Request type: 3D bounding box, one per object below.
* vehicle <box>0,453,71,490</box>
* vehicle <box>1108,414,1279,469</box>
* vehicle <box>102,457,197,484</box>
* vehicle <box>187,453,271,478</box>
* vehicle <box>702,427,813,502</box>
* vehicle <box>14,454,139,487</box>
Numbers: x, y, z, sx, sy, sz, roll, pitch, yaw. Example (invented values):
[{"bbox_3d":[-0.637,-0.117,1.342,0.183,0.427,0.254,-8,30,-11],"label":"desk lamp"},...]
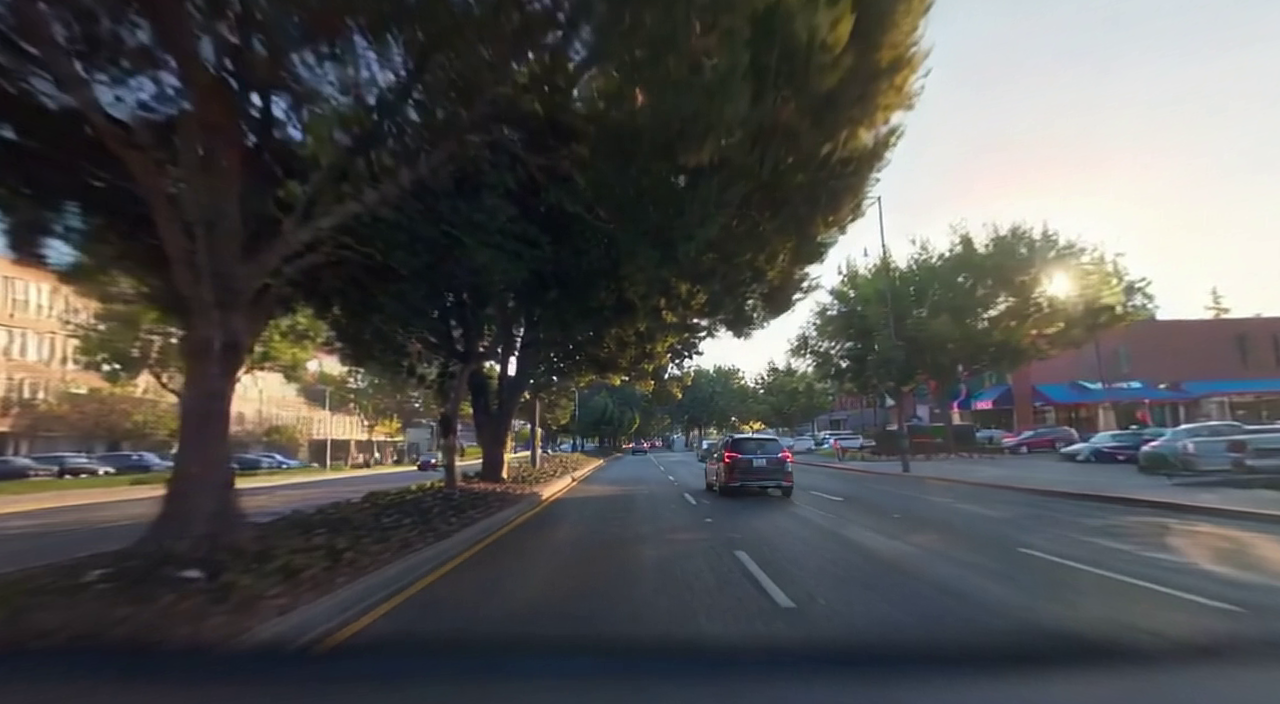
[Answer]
[{"bbox_3d":[-29.127,5.425,28.837,4.356,1.585,1.965,0,-8,2],"label":"vehicle"},{"bbox_3d":[19.673,3.124,21.920,4.975,1.786,2.223,-1,-8,3],"label":"vehicle"},{"bbox_3d":[-29.578,7.147,38.165,4.173,1.482,1.818,0,-8,1],"label":"vehicle"},{"bbox_3d":[-29.379,8.123,45.290,4.506,1.640,2.103,0,-8,0],"label":"vehicle"},{"bbox_3d":[2.865,2.866,16.439,1.963,1.677,4.229,0,-8,-1],"label":"vehicle"},{"bbox_3d":[-29.903,6.276,33.640,4.633,1.630,2.093,0,-8,0],"label":"vehicle"}]
